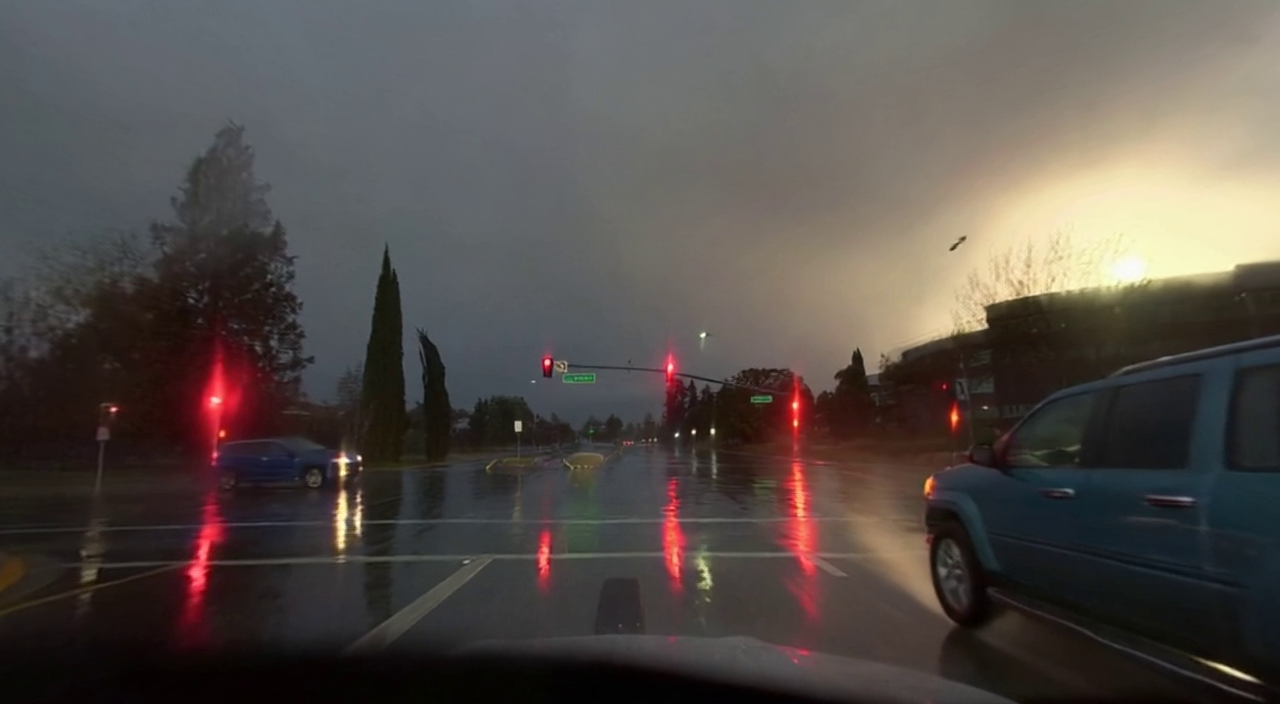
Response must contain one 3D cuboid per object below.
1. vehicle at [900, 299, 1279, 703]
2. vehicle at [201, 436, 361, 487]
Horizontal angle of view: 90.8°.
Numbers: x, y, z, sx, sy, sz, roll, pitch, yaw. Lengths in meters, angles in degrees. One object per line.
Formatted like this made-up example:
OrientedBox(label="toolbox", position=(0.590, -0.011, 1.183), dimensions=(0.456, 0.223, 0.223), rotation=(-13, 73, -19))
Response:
OrientedBox(label="vehicle", position=(3.450, 0.818, 3.022), dimensions=(2.229, 1.795, 4.927), rotation=(0, -9, -1))
OrientedBox(label="vehicle", position=(-12.789, 3.921, 22.889), dimensions=(4.737, 1.659, 2.042), rotation=(4, -10, -26))
